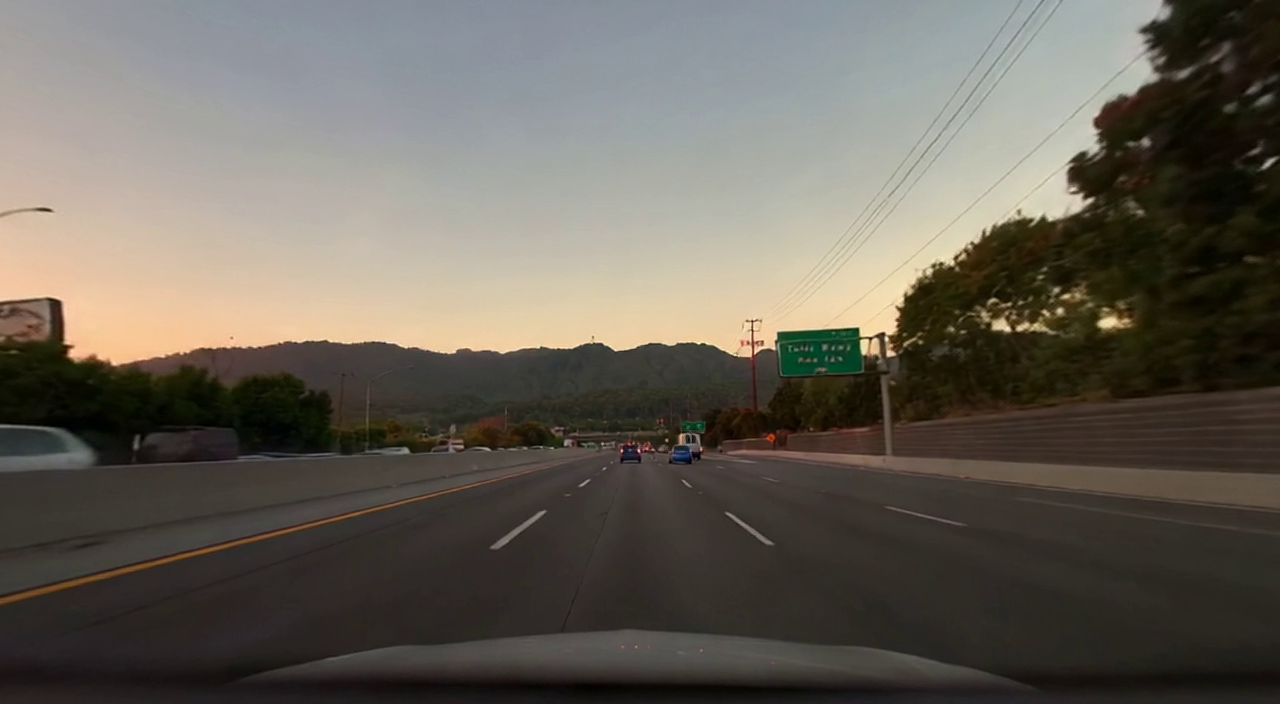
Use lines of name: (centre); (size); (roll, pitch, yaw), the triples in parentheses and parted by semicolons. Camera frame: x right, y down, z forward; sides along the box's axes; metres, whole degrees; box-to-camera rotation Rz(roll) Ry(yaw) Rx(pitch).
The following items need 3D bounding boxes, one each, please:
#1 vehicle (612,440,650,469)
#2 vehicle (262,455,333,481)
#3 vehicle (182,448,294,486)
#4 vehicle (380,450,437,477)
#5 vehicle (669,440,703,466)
vehicle: (-0.563, 6.639, 41.064); (2.325, 1.712, 4.592); (0, -9, -1)
vehicle: (-21.527, 7.273, 39.931); (1.978, 1.487, 4.529); (0, -9, -1)
vehicle: (-17.777, 5.080, 28.258); (1.982, 1.568, 4.576); (0, -9, 0)
vehicle: (-13.757, 6.631, 37.806); (1.848, 1.457, 4.283); (0, -9, 0)
vehicle: (3.330, 7.470, 46.890); (2.036, 1.796, 4.470); (0, -9, -2)
